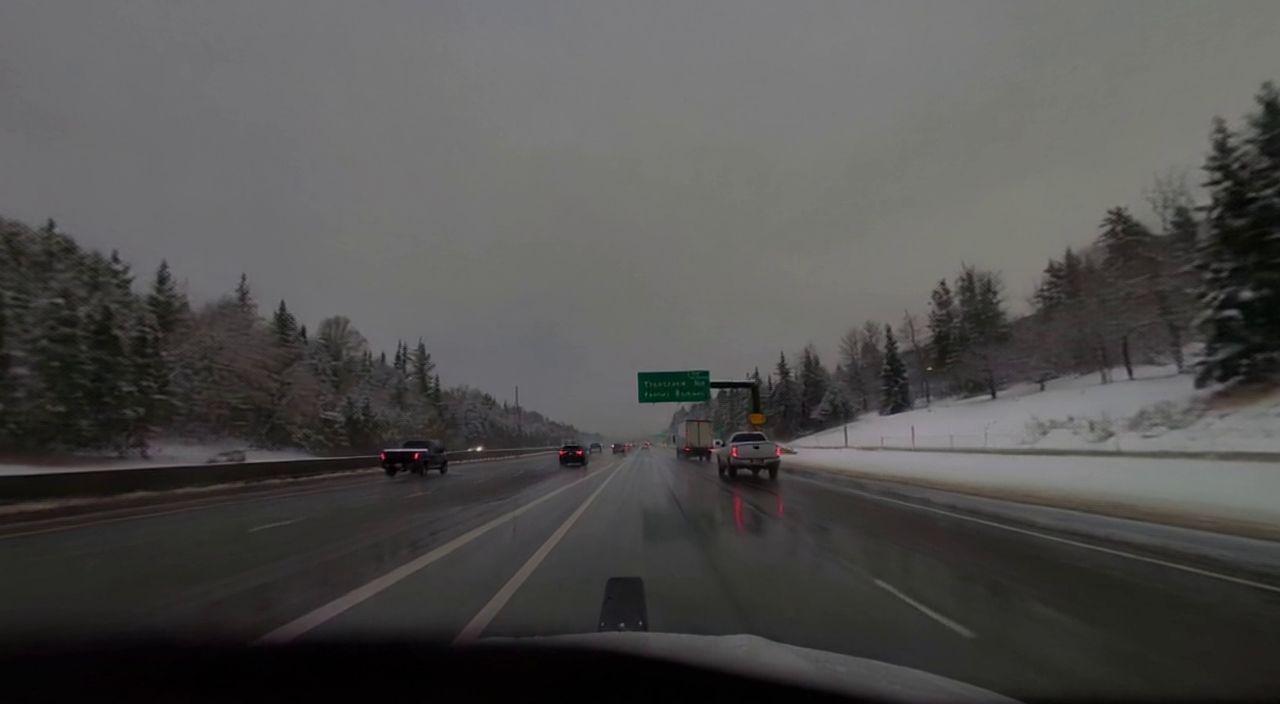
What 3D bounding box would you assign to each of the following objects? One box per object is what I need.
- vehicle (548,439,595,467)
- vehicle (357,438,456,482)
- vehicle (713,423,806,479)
[{"bbox_3d":[-3.753,5.619,35.263,1.981,1.473,4.317,0,-8,2],"label":"vehicle"},{"bbox_3d":[-8.555,3.977,23.565,1.899,1.465,4.589,0,-8,0],"label":"vehicle"},{"bbox_3d":[4.561,3.929,25.373,2.355,1.930,6.633,0,-8,-1],"label":"vehicle"}]
